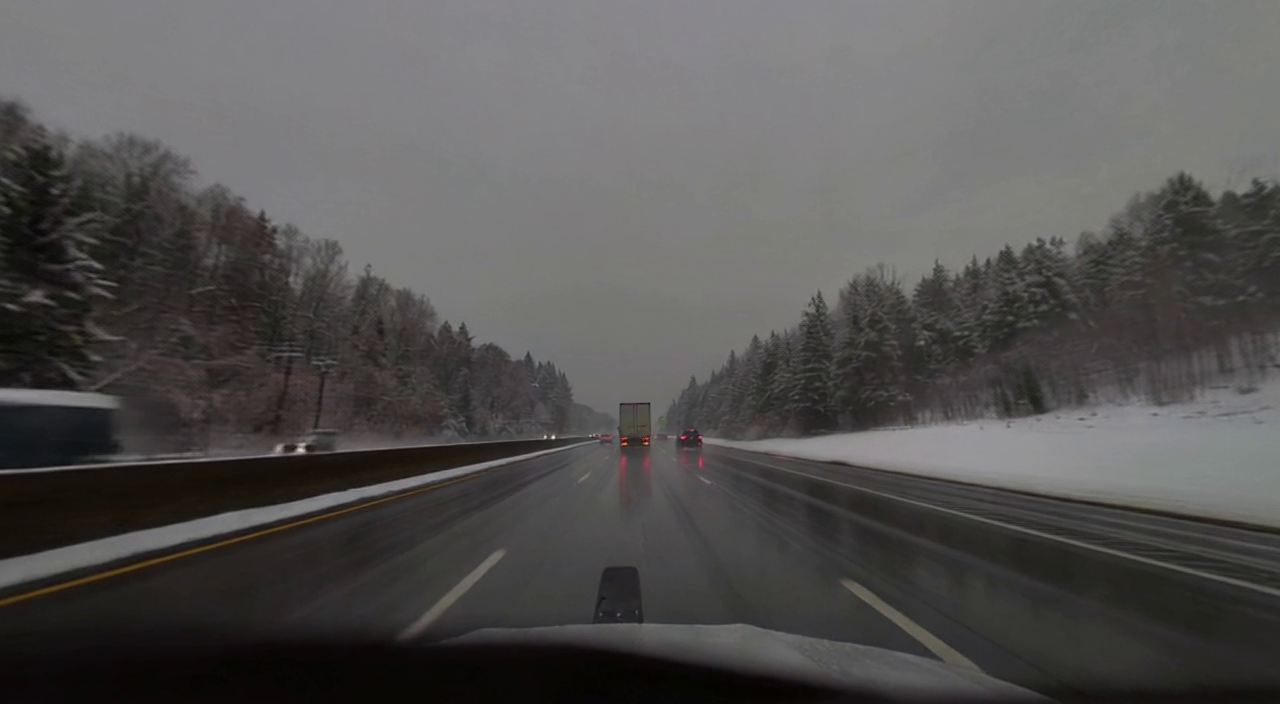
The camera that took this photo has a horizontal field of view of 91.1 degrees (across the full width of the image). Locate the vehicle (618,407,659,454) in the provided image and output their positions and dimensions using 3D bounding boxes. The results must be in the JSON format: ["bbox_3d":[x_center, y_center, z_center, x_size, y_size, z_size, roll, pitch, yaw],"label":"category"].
[{"bbox_3d":[-0.210,5.416,43.282,2.631,2.957,6.512,0,-8,-2],"label":"vehicle"}]

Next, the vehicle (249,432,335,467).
[{"bbox_3d":[-20.000,5.620,36.438,2.070,1.882,5.035,0,-8,0],"label":"vehicle"}]
